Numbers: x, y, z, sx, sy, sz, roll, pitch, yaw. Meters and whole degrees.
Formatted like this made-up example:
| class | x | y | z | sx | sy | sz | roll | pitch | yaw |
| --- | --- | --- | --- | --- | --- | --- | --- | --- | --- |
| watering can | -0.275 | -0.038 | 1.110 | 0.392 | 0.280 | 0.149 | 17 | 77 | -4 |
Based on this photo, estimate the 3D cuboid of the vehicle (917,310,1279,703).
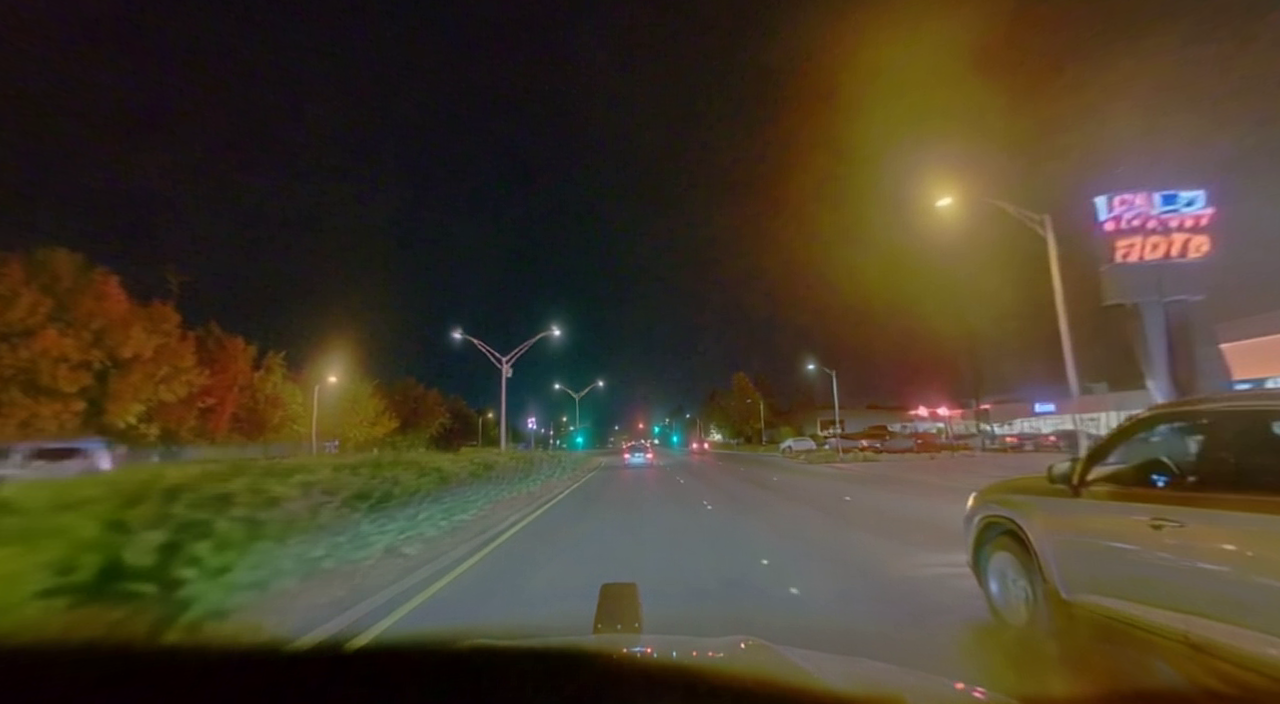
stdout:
| class | x | y | z | sx | sy | sz | roll | pitch | yaw |
| --- | --- | --- | --- | --- | --- | --- | --- | --- | --- |
| vehicle | 3.200 | 0.781 | 2.583 | 2.110 | 1.698 | 4.397 | 0 | -8 | 0 |

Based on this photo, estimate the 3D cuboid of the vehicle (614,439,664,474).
| class | x | y | z | sx | sy | sz | roll | pitch | yaw |
| --- | --- | --- | --- | --- | --- | --- | --- | --- | --- |
| vehicle | -0.083 | 4.827 | 29.315 | 2.126 | 1.475 | 3.967 | 0 | -8 | -1 |

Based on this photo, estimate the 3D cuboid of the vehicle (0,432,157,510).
| class | x | y | z | sx | sy | sz | roll | pitch | yaw |
| --- | --- | --- | --- | --- | --- | --- | --- | --- | --- |
| vehicle | -17.037 | 3.299 | 17.949 | 2.195 | 1.911 | 5.549 | 0 | -8 | 0 |

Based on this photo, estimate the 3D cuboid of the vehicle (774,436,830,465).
| class | x | y | z | sx | sy | sz | roll | pitch | yaw |
| --- | --- | --- | --- | --- | --- | --- | --- | --- | --- |
| vehicle | 10.094 | 6.204 | 39.872 | 2.079 | 1.716 | 4.771 | 0 | -8 | -2 |
